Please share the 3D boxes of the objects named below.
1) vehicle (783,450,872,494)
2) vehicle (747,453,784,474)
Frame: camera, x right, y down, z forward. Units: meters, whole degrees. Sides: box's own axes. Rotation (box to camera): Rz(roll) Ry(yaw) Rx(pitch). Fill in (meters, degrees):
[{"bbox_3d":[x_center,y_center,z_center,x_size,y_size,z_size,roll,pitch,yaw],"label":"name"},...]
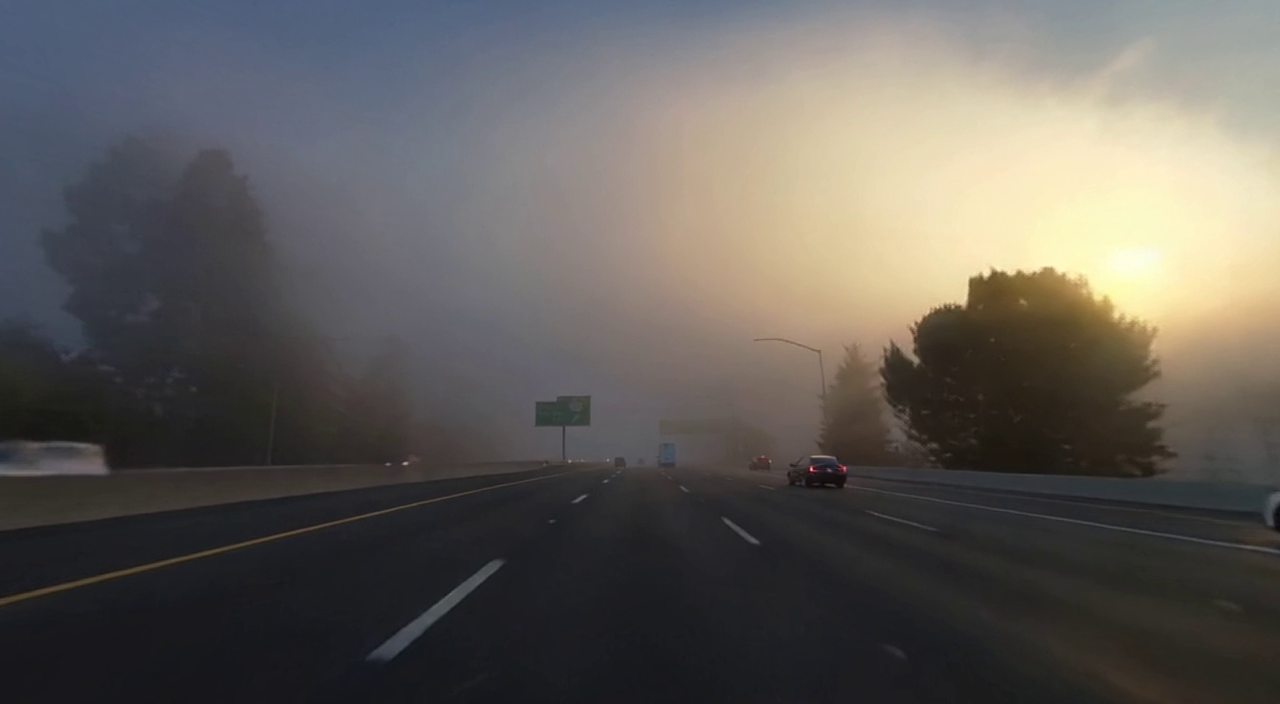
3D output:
[{"bbox_3d":[7.224,4.648,24.901,1.861,1.500,4.860,0,-9,-2],"label":"vehicle"},{"bbox_3d":[9.404,8.387,47.693,1.878,1.509,4.327,0,-9,0],"label":"vehicle"}]
